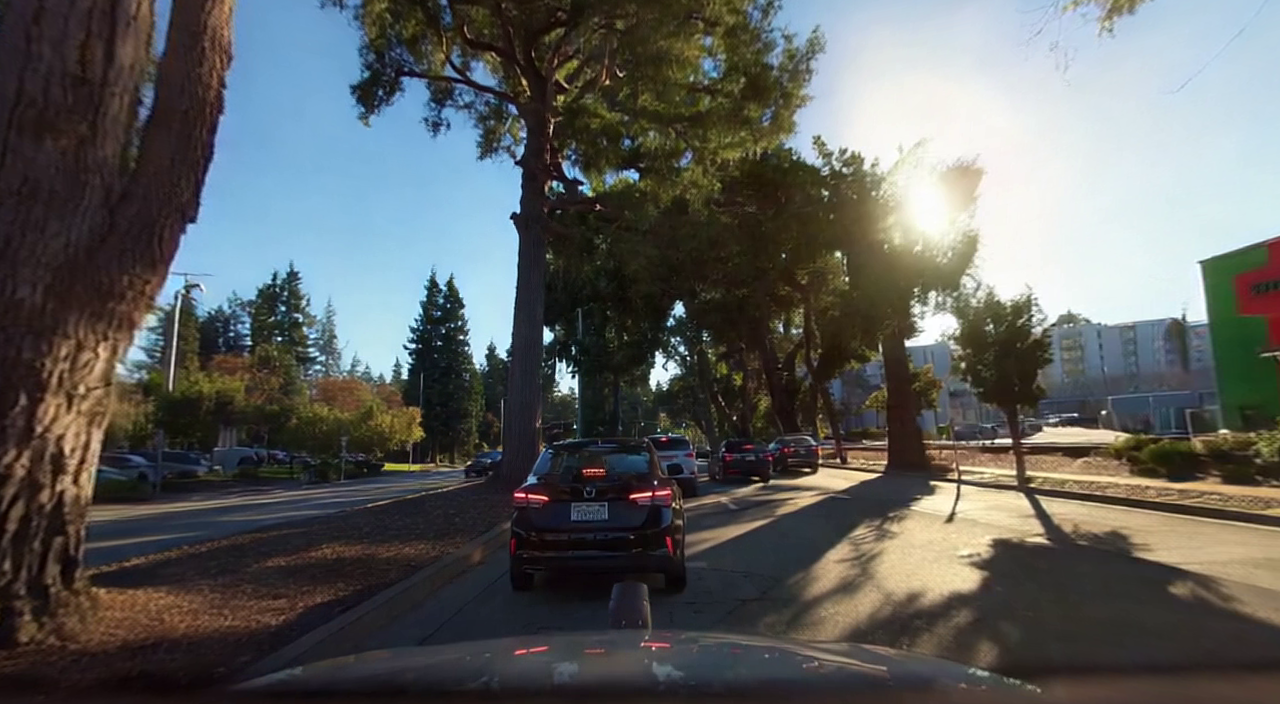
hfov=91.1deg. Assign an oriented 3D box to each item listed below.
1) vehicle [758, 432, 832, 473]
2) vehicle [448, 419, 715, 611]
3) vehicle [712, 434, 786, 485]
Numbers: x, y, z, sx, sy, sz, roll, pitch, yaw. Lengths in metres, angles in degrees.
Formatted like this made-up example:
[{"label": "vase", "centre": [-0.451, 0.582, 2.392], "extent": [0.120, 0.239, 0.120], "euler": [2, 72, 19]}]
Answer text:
[{"label": "vehicle", "centre": [7.517, 4.949, 31.044], "extent": [2.253, 1.854, 5.409], "euler": [0, -8, 0]}, {"label": "vehicle", "centre": [-0.472, 1.592, 7.055], "extent": [2.111, 1.506, 4.018], "euler": [0, -8, 0]}, {"label": "vehicle", "centre": [3.852, 3.873, 22.924], "extent": [1.946, 1.648, 4.230], "euler": [0, -8, 0]}]
